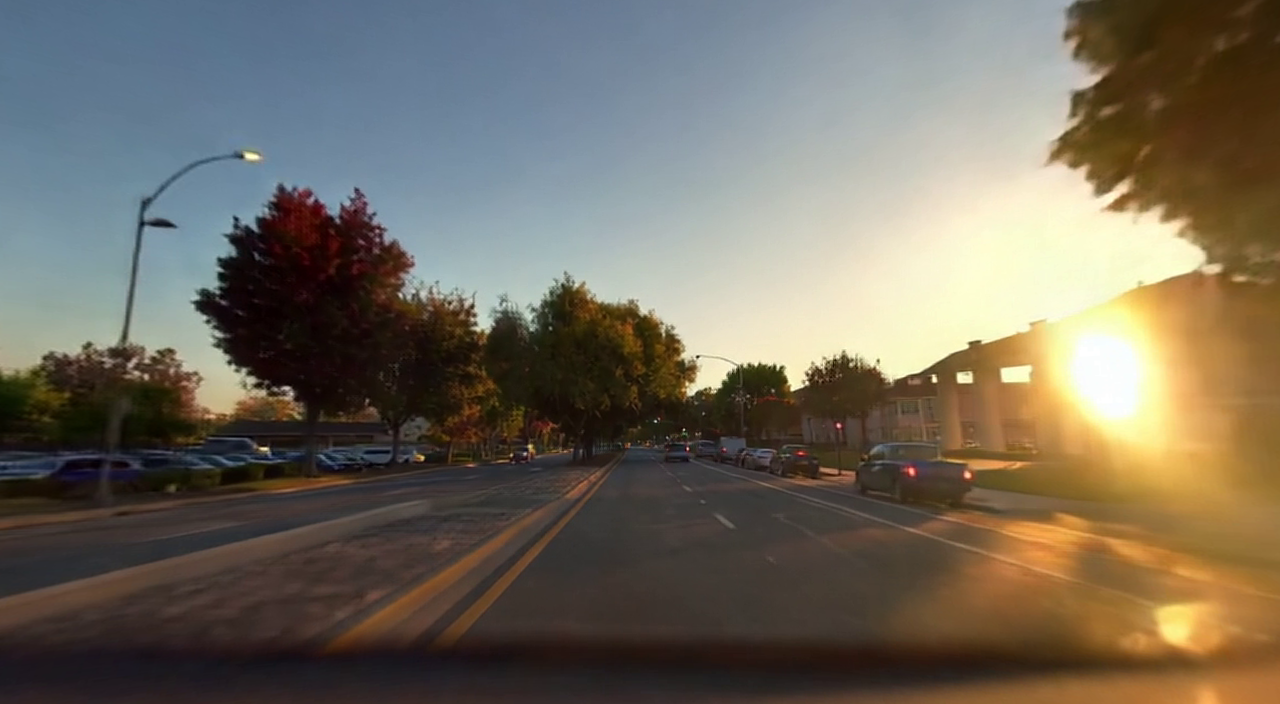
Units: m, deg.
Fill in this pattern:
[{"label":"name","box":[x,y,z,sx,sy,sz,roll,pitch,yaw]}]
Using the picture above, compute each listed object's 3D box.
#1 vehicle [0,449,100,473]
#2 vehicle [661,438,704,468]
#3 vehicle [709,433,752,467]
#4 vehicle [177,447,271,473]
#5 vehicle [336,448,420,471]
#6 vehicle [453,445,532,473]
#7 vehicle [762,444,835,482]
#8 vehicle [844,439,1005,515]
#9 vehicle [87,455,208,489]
[{"label":"vehicle","box":[-38.830,7.159,41.707,1.864,1.502,4.432,-2,-9,14]},{"label":"vehicle","box":[2.710,6.647,41.669,2.293,1.814,4.589,0,-8,-3]},{"label":"vehicle","box":[6.956,7.578,49.090,2.323,2.433,5.901,0,-8,-1]},{"label":"vehicle","box":[-25.471,6.613,38.917,1.893,1.477,4.621,-3,-9,15]},{"label":"vehicle","box":[-16.925,6.949,40.923,4.635,1.457,2.060,-2,-9,11]},{"label":"vehicle","box":[-9.011,6.496,38.555,4.700,1.567,2.165,-7,-11,37]},{"label":"vehicle","box":[7.286,5.133,29.647,1.951,1.601,5.147,0,-8,-2]},{"label":"vehicle","box":[7.157,3.156,16.536,1.994,1.691,4.472,0,-8,-2]},{"label":"vehicle","box":[-23.811,5.794,30.770,1.768,1.429,4.423,-2,-9,13]}]
